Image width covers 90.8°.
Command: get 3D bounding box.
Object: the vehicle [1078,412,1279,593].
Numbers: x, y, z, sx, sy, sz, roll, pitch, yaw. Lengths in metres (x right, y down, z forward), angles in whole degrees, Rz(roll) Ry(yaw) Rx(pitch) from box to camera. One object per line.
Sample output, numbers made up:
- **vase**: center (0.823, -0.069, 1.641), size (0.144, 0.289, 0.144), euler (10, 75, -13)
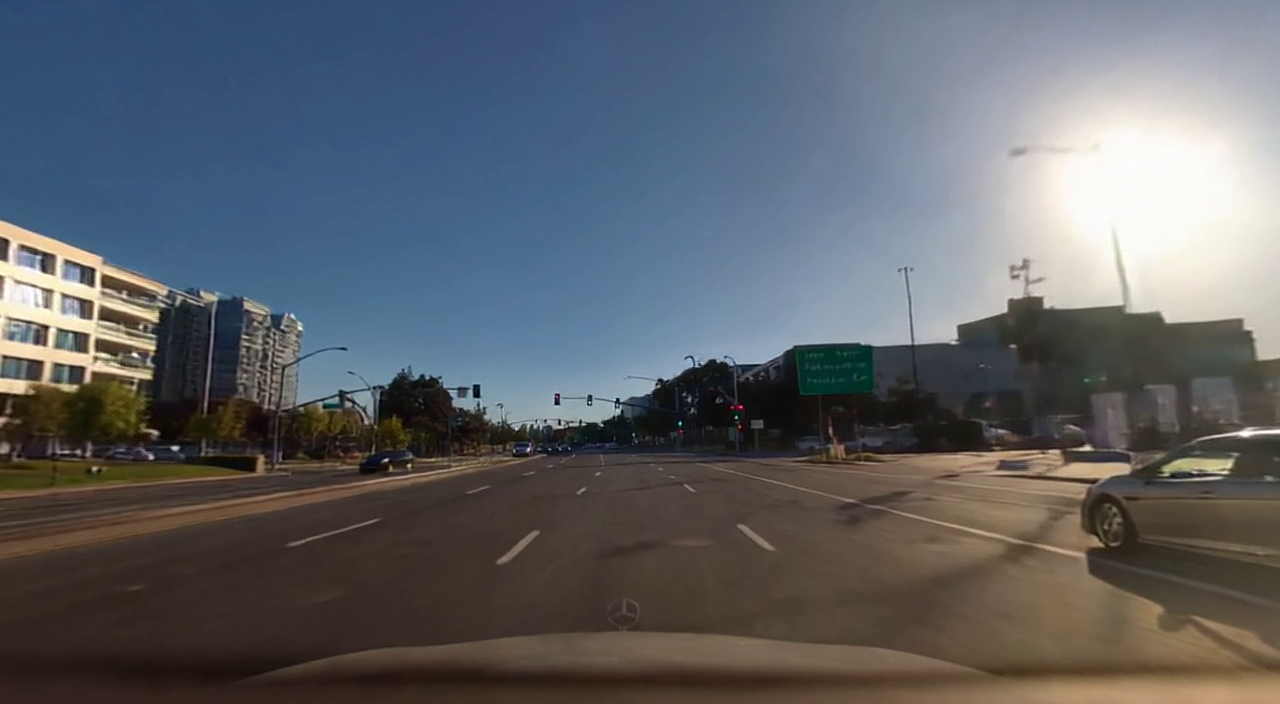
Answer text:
- **vehicle**: center (6.351, 1.253, 5.284), size (2.070, 1.491, 4.575), euler (0, -8, 0)
